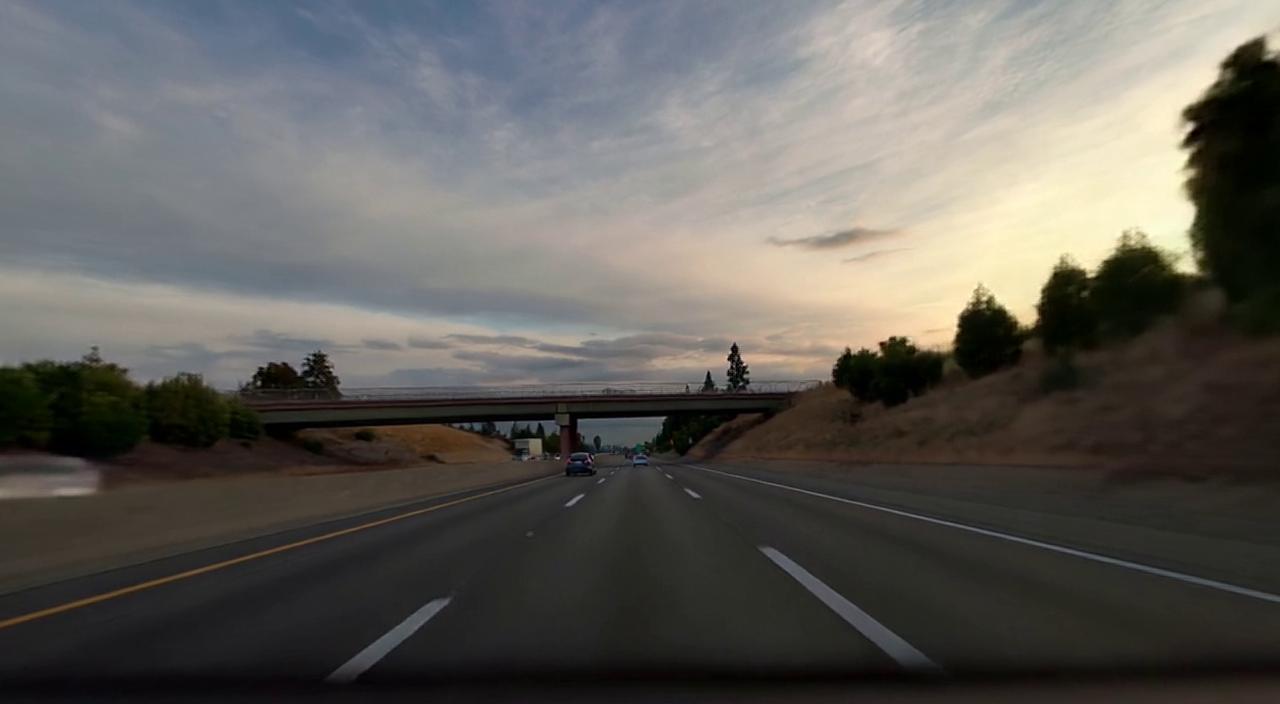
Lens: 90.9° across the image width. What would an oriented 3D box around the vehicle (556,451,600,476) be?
[{"bbox_3d":[-3.813,6.979,39.663,2.293,1.462,4.452,0,-9,0],"label":"vehicle"}]
